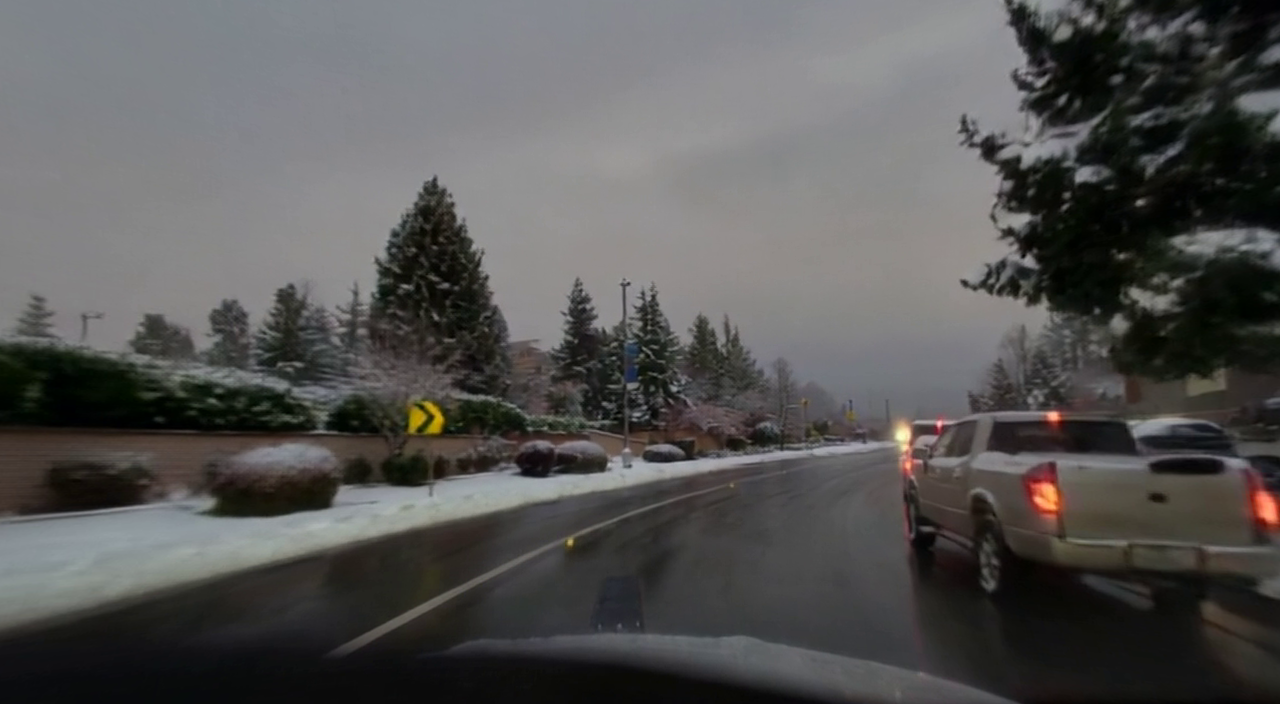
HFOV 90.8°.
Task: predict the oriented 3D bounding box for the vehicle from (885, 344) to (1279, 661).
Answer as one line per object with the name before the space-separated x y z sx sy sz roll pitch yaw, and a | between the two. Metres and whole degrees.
vehicle | 4.509 1.345 6.866 2.483 1.978 5.802 -2 -9 12
